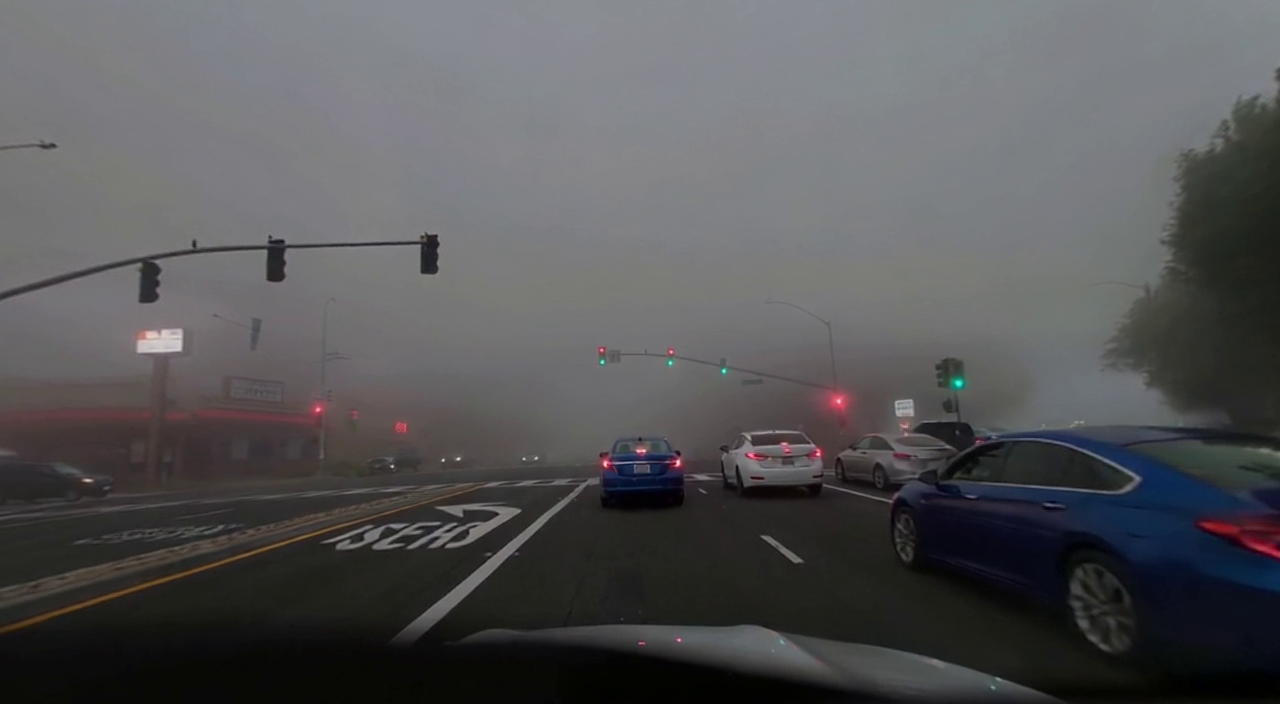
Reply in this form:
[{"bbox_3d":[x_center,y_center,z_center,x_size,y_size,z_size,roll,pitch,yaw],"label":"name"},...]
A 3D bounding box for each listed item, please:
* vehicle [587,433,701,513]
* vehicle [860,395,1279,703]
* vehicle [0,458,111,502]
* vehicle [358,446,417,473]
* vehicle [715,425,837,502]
[{"bbox_3d":[0.035,2.578,13.945,2.135,1.468,4.076,0,-8,-1],"label":"vehicle"},{"bbox_3d":[3.527,1.253,4.940,1.889,1.473,4.643,0,-8,-1],"label":"vehicle"},{"bbox_3d":[-26.136,5.469,27.131,4.780,1.669,2.232,-1,-8,-2],"label":"vehicle"},{"bbox_3d":[-18.736,7.987,47.234,2.324,1.911,5.610,0,-8,-3],"label":"vehicle"},{"bbox_3d":[3.224,2.770,16.065,1.973,1.633,4.717,0,-8,-1],"label":"vehicle"}]
